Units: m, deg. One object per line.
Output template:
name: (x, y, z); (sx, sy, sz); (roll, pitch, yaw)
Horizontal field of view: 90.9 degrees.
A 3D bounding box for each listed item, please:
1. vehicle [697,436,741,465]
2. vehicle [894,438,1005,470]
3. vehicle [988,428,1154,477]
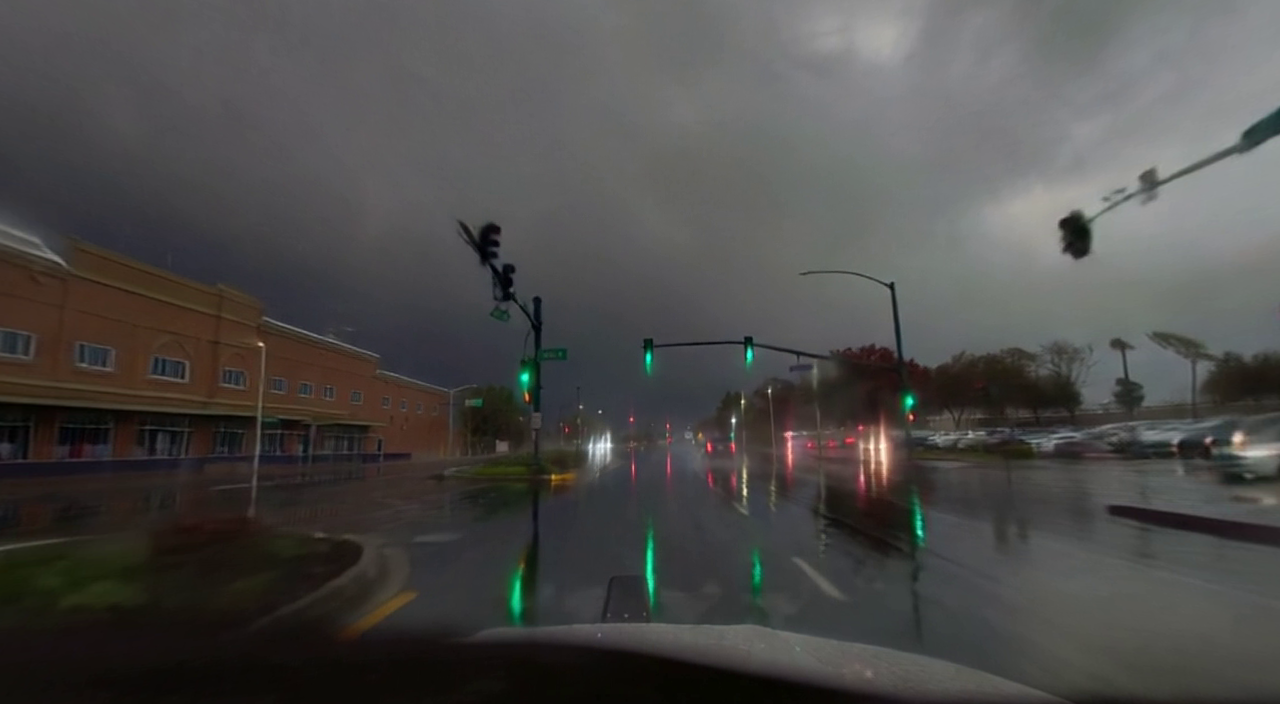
vehicle: (4.518, 5.696, 36.583); (2.038, 1.528, 4.259); (0, -8, 1)
vehicle: (14.897, 4.911, 30.418); (4.581, 1.434, 1.893); (-5, -10, 31)
vehicle: (15.772, 3.707, 23.345); (4.491, 1.702, 2.094); (-1, -8, 9)
